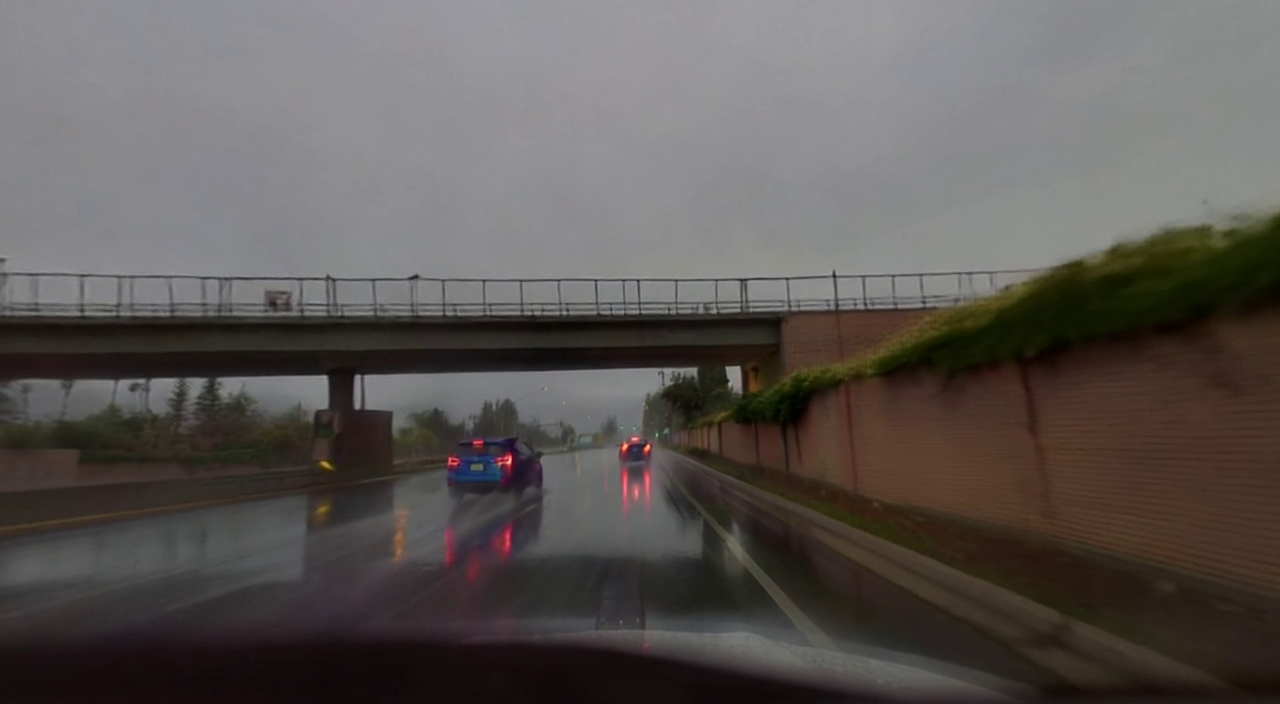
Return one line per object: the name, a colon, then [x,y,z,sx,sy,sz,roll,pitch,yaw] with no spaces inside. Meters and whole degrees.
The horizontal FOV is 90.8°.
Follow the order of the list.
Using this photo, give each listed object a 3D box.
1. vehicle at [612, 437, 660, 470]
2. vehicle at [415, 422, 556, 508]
vehicle: [-0.200,5.003,31.347,2.205,1.509,4.272,0,-8,-1]
vehicle: [-3.550,2.723,15.615,2.223,1.771,4.581,-1,-8,1]
